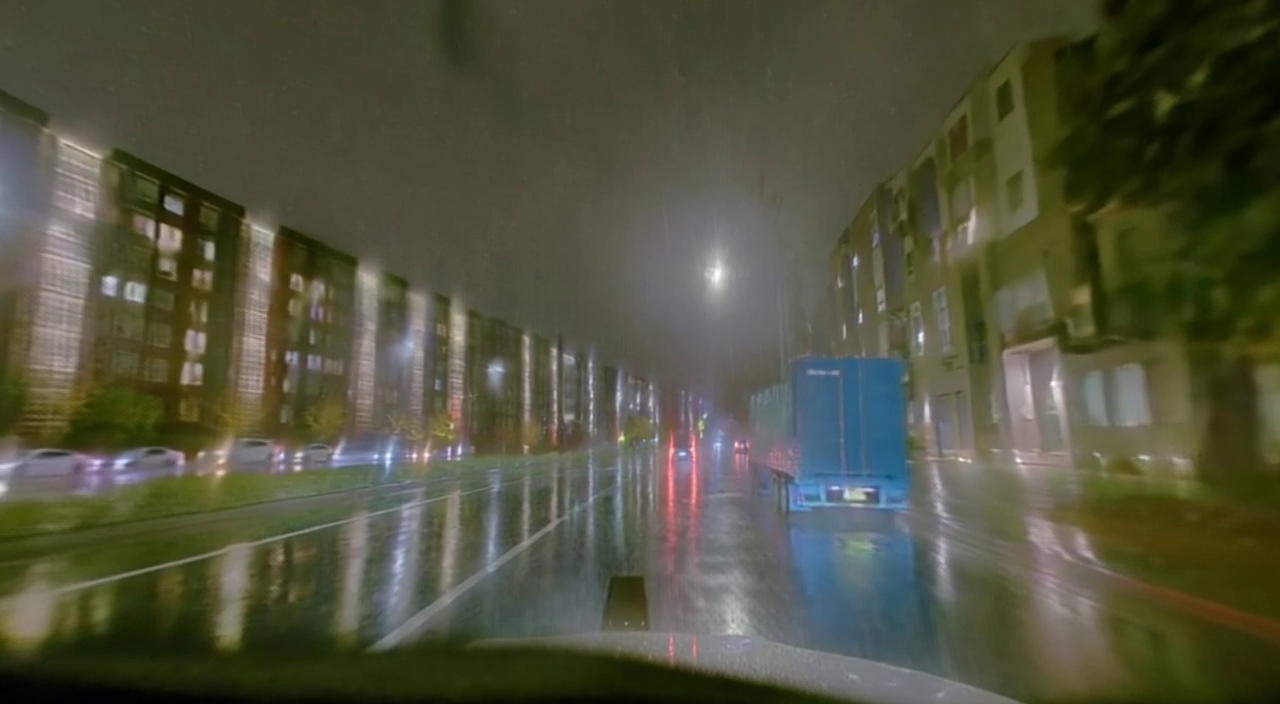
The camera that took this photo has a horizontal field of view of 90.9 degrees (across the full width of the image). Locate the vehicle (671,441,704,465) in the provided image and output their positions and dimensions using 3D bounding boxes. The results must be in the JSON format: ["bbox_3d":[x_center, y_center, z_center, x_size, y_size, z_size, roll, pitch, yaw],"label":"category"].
[{"bbox_3d":[2.886,6.065,37.981,1.871,1.370,4.206,-1,-8,5],"label":"vehicle"}]

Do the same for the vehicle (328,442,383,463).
[{"bbox_3d":[-21.913,7.749,48.738,1.900,1.489,4.361,-1,-8,6],"label":"vehicle"}]

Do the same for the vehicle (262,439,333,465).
[{"bbox_3d":[-22.826,6.681,42.254,2.008,1.668,4.379,-1,-8,5],"label":"vehicle"}]

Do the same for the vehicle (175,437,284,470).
[{"bbox_3d":[-23.493,5.848,36.432,2.242,1.693,5.560,-2,-9,5],"label":"vehicle"}]

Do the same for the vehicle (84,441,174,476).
[{"bbox_3d":[-24.145,5.006,29.882,1.659,1.570,2.845,-1,-8,5],"label":"vehicle"}]

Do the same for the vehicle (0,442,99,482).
[{"bbox_3d":[-24.325,4.324,24.928,2.015,1.446,4.316,-2,-8,0],"label":"vehicle"}]

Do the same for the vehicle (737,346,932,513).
[{"bbox_3d":[4.467,2.135,16.747,2.945,3.277,8.473,-1,-8,4],"label":"vehicle"}]
